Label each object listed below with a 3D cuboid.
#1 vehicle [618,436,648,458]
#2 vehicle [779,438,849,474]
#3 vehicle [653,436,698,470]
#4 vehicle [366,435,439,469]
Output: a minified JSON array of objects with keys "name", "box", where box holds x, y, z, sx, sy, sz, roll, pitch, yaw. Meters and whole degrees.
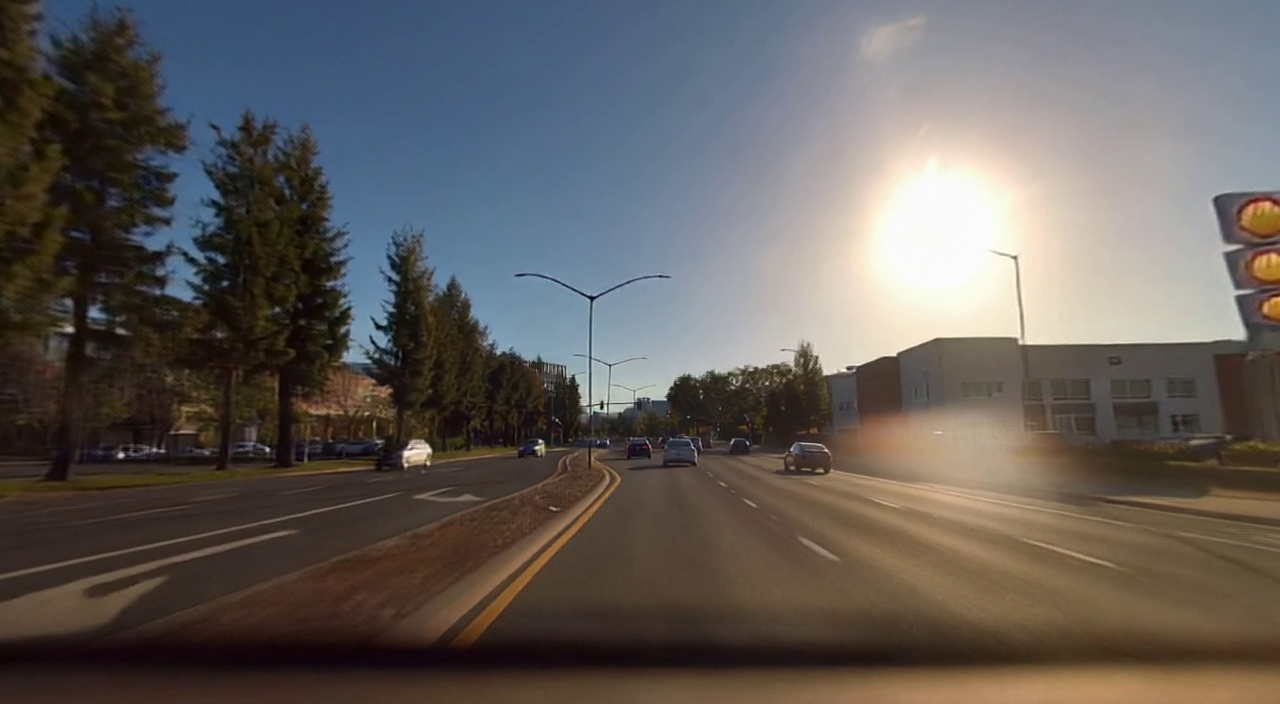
[{"name":"vehicle","box":[-0.578,7.143,47.282,2.074,1.575,4.326,0,-8,-3]},{"name":"vehicle","box":[7.795,4.673,28.530,1.918,1.484,4.456,0,-8,0]},{"name":"vehicle","box":[1.637,4.807,30.103,1.971,1.479,4.493,0,-8,1]},{"name":"vehicle","box":[-13.518,5.716,36.124,2.022,1.787,5.262,0,-8,1]}]
